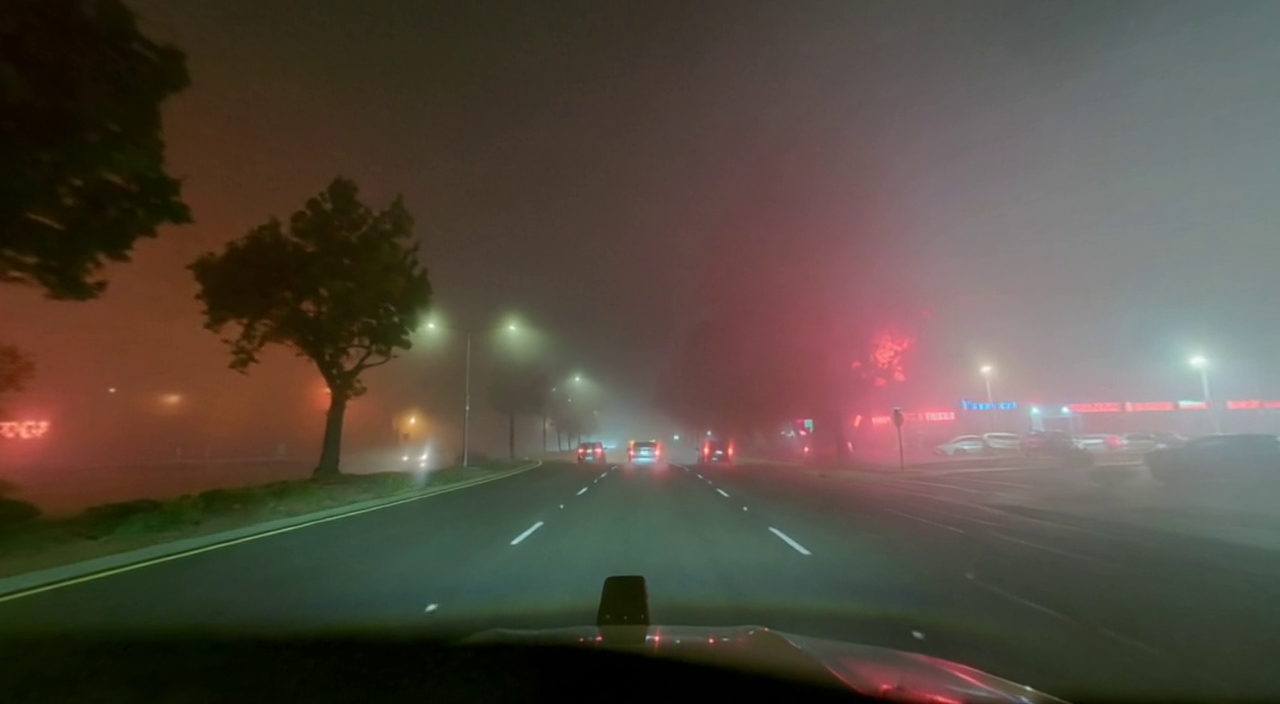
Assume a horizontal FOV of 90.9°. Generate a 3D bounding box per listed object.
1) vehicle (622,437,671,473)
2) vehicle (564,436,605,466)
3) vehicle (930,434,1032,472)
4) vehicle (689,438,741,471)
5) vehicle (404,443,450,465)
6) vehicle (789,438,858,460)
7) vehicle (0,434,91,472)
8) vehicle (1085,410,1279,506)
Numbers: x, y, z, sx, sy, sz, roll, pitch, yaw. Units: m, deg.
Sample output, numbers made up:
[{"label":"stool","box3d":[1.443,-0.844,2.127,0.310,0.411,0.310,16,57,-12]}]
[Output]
[{"label":"vehicle","box3d":[0.270,4.601,28.408,2.059,1.477,4.216,0,-8,0]},{"label":"vehicle","box3d":[-3.182,5.807,37.082,1.995,1.607,4.086,0,-8,1]},{"label":"vehicle","box3d":[15.096,4.486,28.239,2.099,1.526,4.555,-1,-8,2]},{"label":"vehicle","box3d":[3.608,5.047,31.270,2.012,1.462,4.400,0,-8,0]},{"label":"vehicle","box3d":[-15.520,7.440,46.092,1.796,1.466,4.362,0,-8,1]},{"label":"vehicle","box3d":[13.246,7.032,45.718,4.622,1.469,1.934,-2,-9,10]},{"label":"vehicle","box3d":[-35.500,5.706,35.986,2.578,1.973,6.455,1,-8,-1]},{"label":"vehicle","box3d":[13.094,2.234,13.631,5.144,1.834,2.188,-2,-9,2]}]
